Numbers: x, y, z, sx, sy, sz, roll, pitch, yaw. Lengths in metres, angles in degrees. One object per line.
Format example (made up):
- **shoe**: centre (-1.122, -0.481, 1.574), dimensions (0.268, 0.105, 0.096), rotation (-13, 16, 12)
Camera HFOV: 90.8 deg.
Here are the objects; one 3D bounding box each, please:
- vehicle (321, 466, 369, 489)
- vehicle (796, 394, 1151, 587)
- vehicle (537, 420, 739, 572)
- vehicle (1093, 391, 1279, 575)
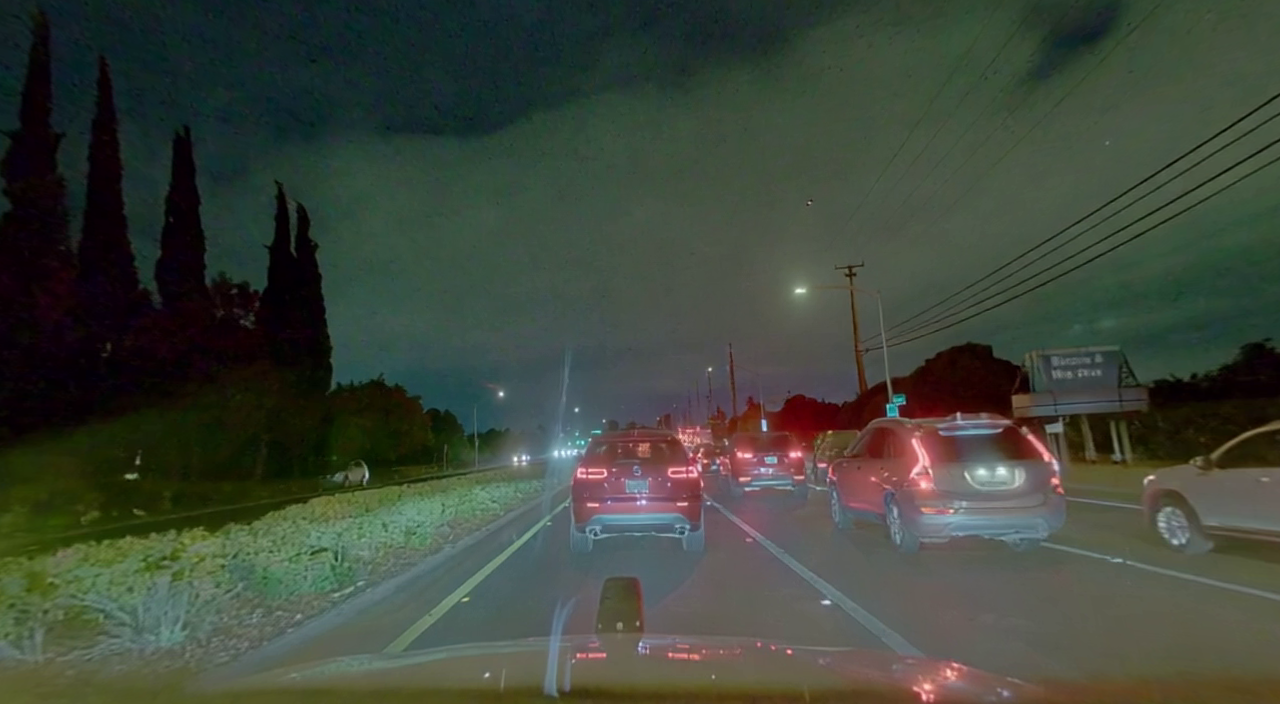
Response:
- **vehicle**: centre (-22.910, 9.712, 49.163), dimensions (1.847, 1.554, 3.926), rotation (0, -8, -1)
- **vehicle**: centre (3.513, 1.549, 7.823), dimensions (2.001, 1.707, 4.250), rotation (0, -8, -1)
- **vehicle**: centre (-0.055, 1.885, 9.089), dimensions (2.199, 1.641, 4.232), rotation (0, -8, -1)
- **vehicle**: centre (7.160, 1.273, 6.161), dimensions (2.018, 1.757, 4.715), rotation (0, -8, 1)
